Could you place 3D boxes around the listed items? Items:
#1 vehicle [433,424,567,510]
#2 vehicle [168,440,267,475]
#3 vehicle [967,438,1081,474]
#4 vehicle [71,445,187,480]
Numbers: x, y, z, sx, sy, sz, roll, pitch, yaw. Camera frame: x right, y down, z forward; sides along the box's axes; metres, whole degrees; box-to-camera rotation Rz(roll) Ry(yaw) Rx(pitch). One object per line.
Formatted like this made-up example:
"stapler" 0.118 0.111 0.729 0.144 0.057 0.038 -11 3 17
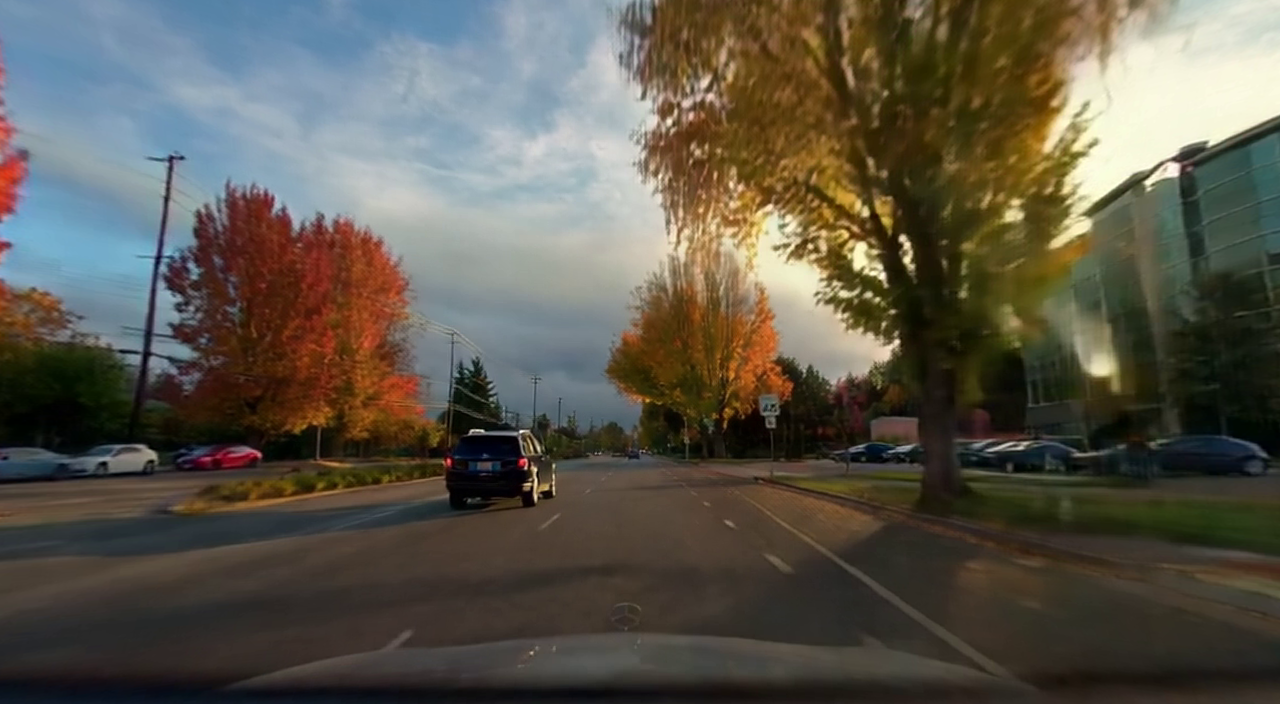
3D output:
"vehicle" -3.201 2.753 15.500 2.112 1.779 4.489 0 -9 2
"vehicle" -25.323 6.333 38.056 2.142 1.895 5.528 0 -9 0
"vehicle" 18.411 4.990 30.268 4.331 1.655 1.884 1 -9 -7
"vehicle" -25.398 5.496 31.581 1.844 1.619 4.725 0 -9 0
